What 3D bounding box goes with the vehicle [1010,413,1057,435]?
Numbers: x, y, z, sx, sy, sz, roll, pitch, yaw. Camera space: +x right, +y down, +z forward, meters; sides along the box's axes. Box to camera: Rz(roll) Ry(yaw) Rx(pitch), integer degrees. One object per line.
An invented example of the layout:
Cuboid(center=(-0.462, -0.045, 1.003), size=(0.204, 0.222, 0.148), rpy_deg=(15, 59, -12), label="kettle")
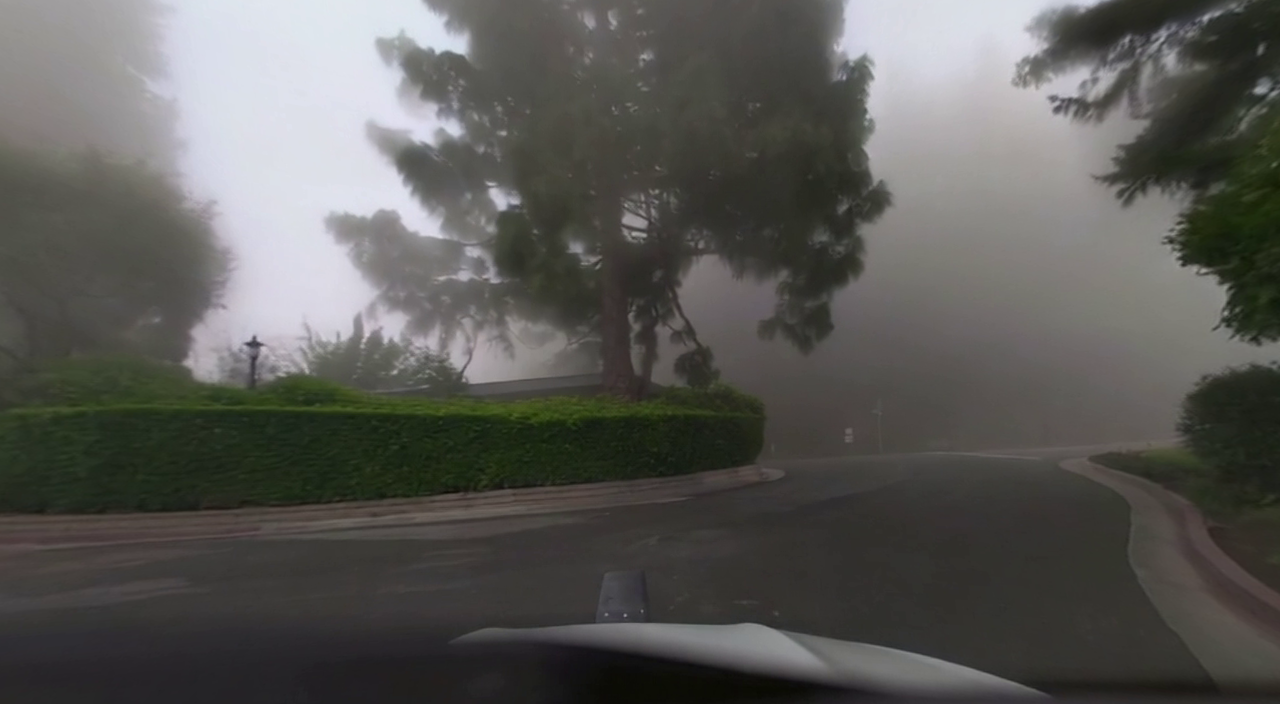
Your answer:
Cuboid(center=(28.102, 5.159, 45.127), size=(1.802, 1.548, 3.501), rpy_deg=(-2, -7, 15), label="vehicle")
